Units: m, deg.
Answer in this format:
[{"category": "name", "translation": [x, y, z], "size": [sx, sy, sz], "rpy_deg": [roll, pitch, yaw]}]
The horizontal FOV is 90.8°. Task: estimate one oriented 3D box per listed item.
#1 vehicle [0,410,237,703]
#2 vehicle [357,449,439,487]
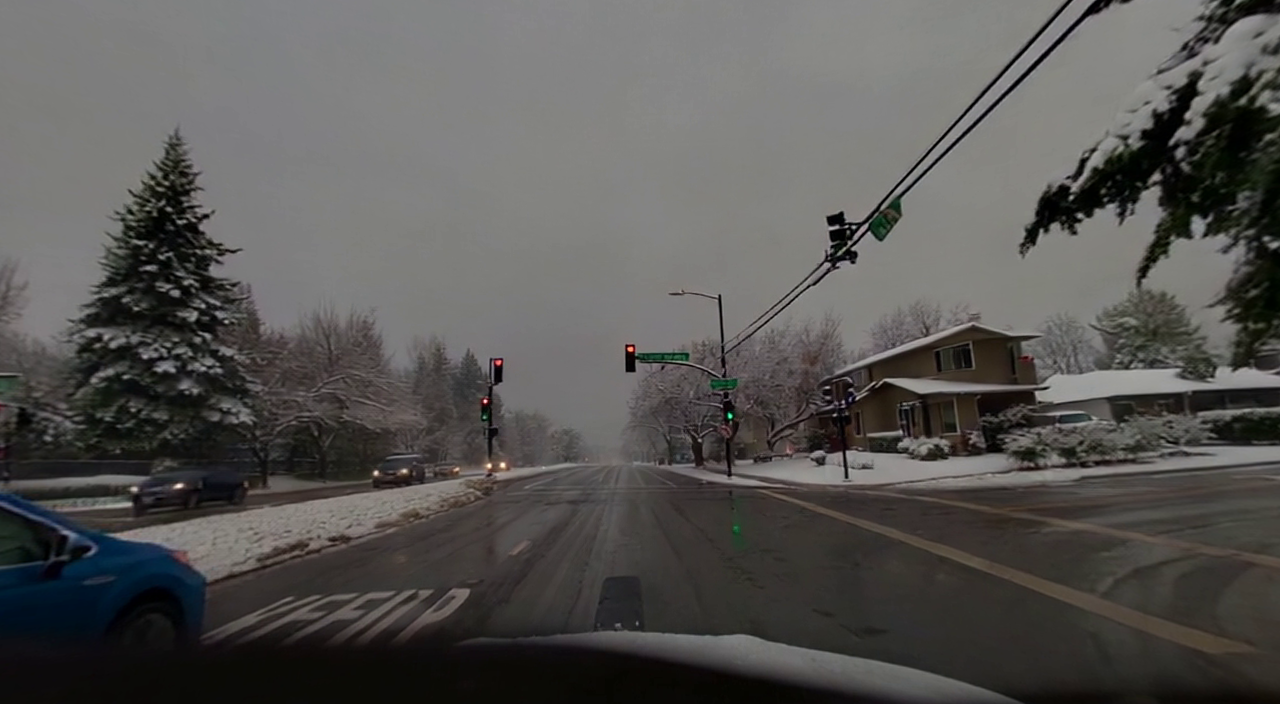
[{"category": "vehicle", "translation": [-3.672, 0.891, 1.852], "size": [1.980, 1.508, 4.502], "rpy_deg": [0, -9, 0]}, {"category": "vehicle", "translation": [-13.318, 6.392, 35.284], "size": [2.301, 1.921, 5.793], "rpy_deg": [0, -9, 0]}]
